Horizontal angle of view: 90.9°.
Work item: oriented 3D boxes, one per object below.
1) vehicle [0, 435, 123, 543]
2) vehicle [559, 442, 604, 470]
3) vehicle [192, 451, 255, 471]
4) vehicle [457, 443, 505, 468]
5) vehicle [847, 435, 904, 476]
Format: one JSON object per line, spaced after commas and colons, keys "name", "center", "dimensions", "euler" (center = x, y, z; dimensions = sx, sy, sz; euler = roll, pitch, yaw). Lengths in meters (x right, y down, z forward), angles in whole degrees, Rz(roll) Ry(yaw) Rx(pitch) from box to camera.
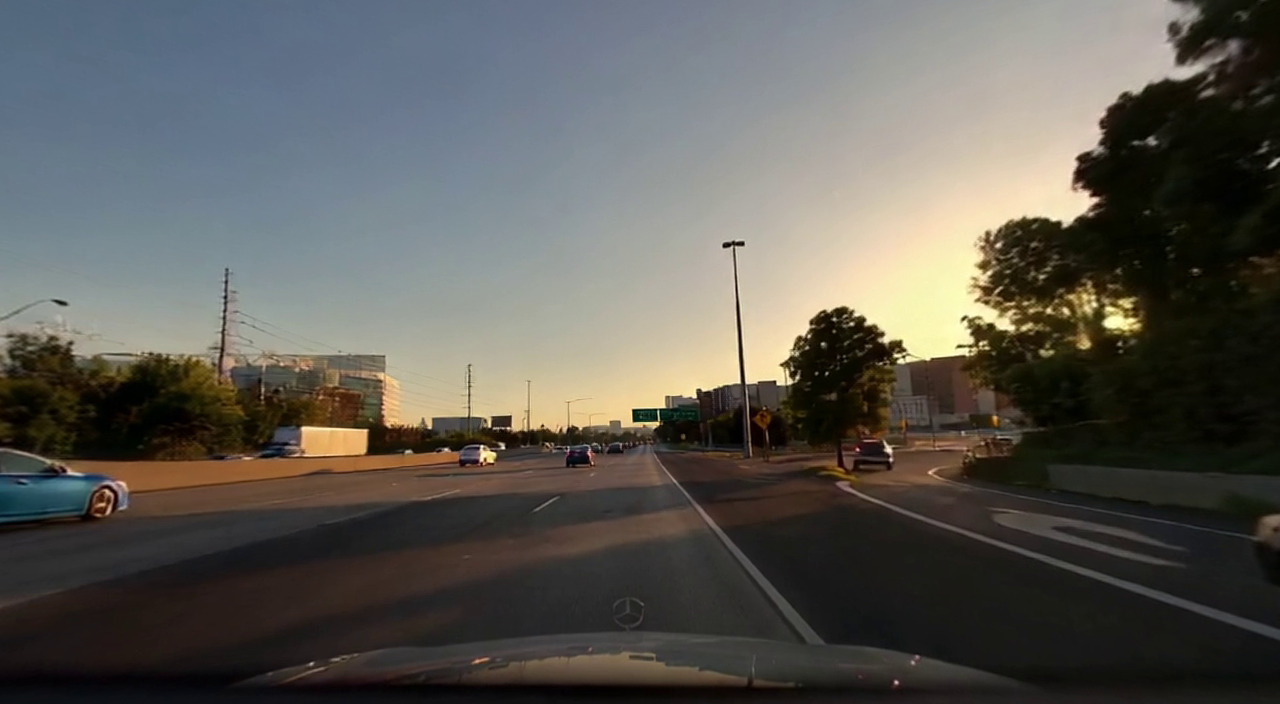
{"name": "vehicle", "center": [-10.190, 1.905, 8.663], "dimensions": [2.002, 1.526, 4.822], "euler": [0, -8, 1]}
{"name": "vehicle", "center": [-3.277, 5.901, 36.170], "dimensions": [2.050, 1.479, 4.342], "euler": [0, -8, 1]}
{"name": "vehicle", "center": [-32.729, 8.563, 49.730], "dimensions": [1.817, 1.468, 4.614], "euler": [0, -8, -1]}
{"name": "vehicle", "center": [-10.001, 6.525, 40.017], "dimensions": [1.930, 1.490, 3.955], "euler": [0, -8, 1]}
{"name": "vehicle", "center": [11.427, 5.040, 30.915], "dimensions": [2.127, 1.815, 4.777], "euler": [-2, -9, 15]}
